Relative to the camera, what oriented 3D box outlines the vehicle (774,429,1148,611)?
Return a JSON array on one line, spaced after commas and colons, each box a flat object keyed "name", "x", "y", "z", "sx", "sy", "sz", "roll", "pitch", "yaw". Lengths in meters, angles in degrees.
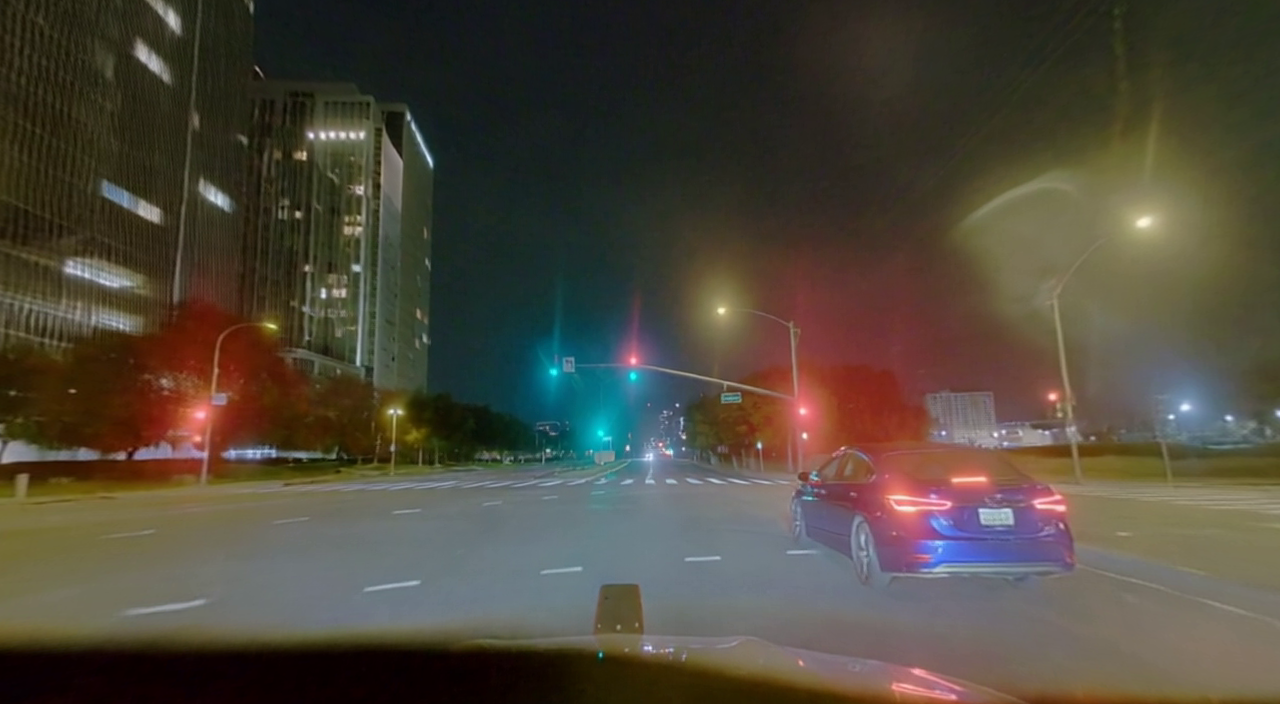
[{"name": "vehicle", "x": 3.280, "y": 1.804, "z": 7.876, "sx": 2.089, "sy": 1.539, "sz": 4.767, "roll": 0, "pitch": -8, "yaw": -1}]
